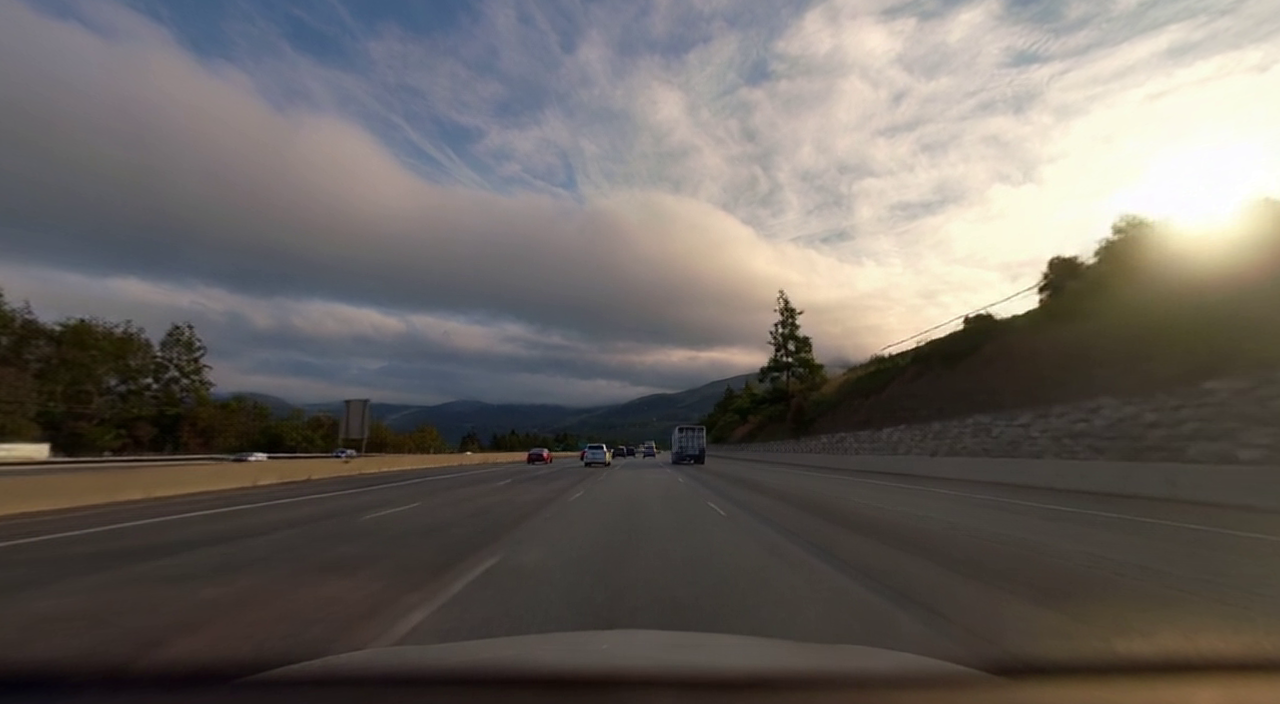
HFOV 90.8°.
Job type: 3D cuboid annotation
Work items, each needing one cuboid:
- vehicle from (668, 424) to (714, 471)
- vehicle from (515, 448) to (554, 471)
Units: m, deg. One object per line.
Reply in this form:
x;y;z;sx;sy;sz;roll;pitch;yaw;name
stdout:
3.689;7.162;47.502;2.795;3.187;7.205;0;-8;0;vehicle
-7.620;7.807;46.049;2.102;1.522;4.394;0;-8;0;vehicle
